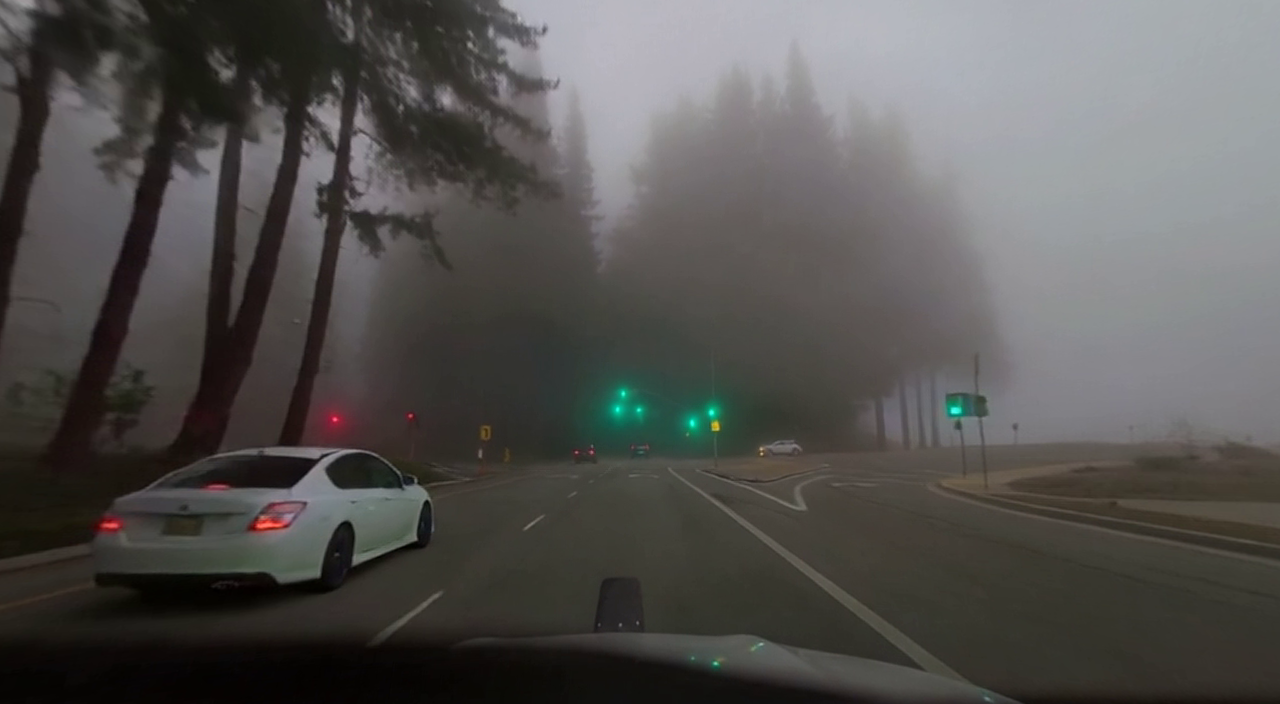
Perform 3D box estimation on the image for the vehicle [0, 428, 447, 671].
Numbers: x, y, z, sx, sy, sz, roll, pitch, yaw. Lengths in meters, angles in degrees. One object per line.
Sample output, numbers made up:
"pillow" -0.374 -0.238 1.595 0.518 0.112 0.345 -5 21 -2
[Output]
"vehicle" -3.590 1.534 6.142 1.968 1.459 4.433 0 -8 1
